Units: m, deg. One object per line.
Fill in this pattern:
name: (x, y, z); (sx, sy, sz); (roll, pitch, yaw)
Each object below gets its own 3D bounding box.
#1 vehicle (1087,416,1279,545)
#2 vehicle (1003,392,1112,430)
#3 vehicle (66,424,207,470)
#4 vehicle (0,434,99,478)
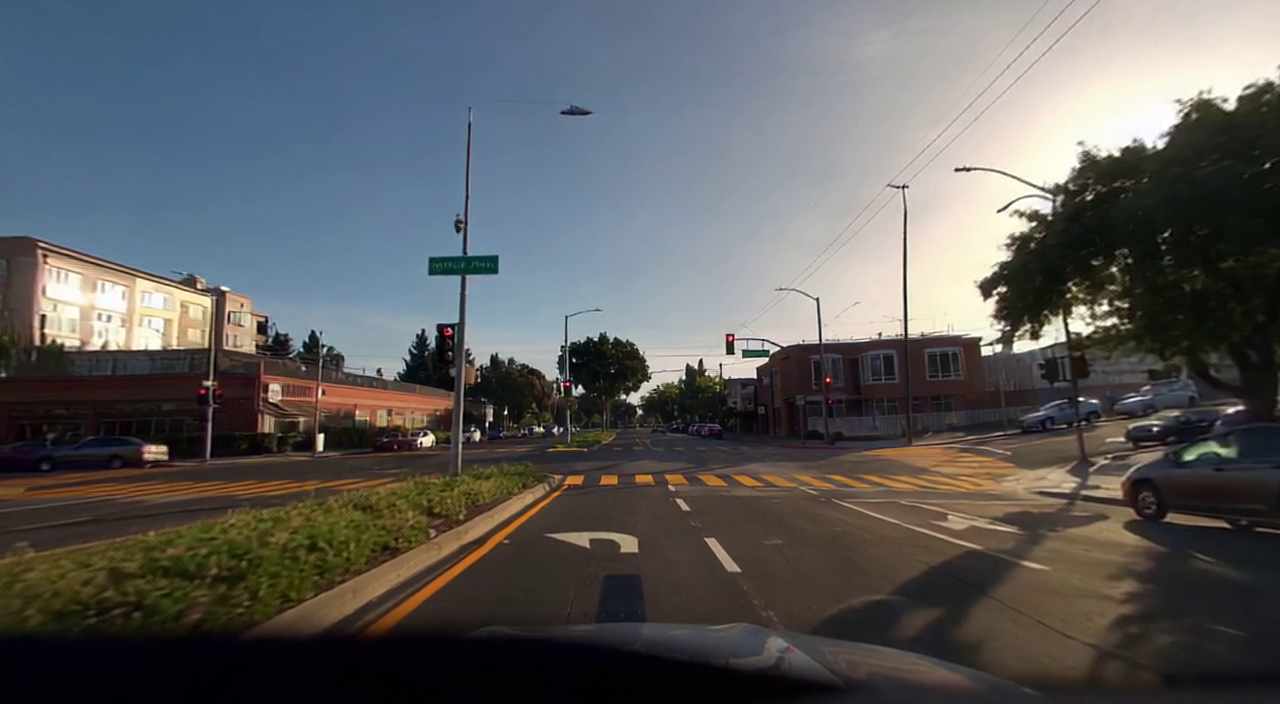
vehicle: (9.565, 1.892, 9.673); (1.998, 1.725, 4.564); (0, -8, -1)
vehicle: (22.122, 3.111, 33.587); (4.531, 1.753, 1.964); (-2, -2, -5)
vehicle: (-26.045, 4.914, 32.825); (5.229, 2.299, 2.366); (0, -8, 1)
vehicle: (-31.926, 5.463, 32.986); (5.324, 2.098, 2.172); (-2, -9, 0)
